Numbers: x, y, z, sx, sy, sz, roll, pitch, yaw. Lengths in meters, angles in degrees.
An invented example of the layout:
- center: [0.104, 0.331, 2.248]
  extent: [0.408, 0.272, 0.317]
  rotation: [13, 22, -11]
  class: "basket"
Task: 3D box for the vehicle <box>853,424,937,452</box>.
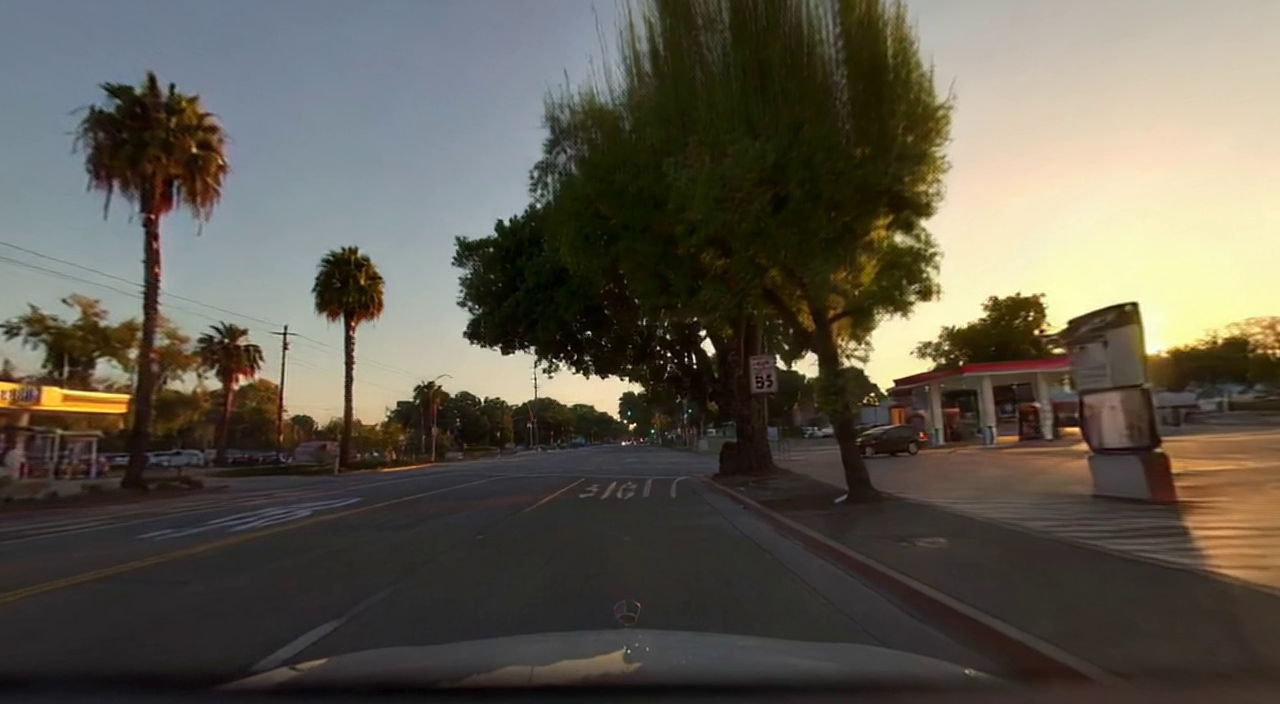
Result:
- center: [16.718, 5.686, 41.423]
  extent: [4.640, 1.800, 2.026]
  rotation: [0, -9, -2]
  class: "vehicle"
